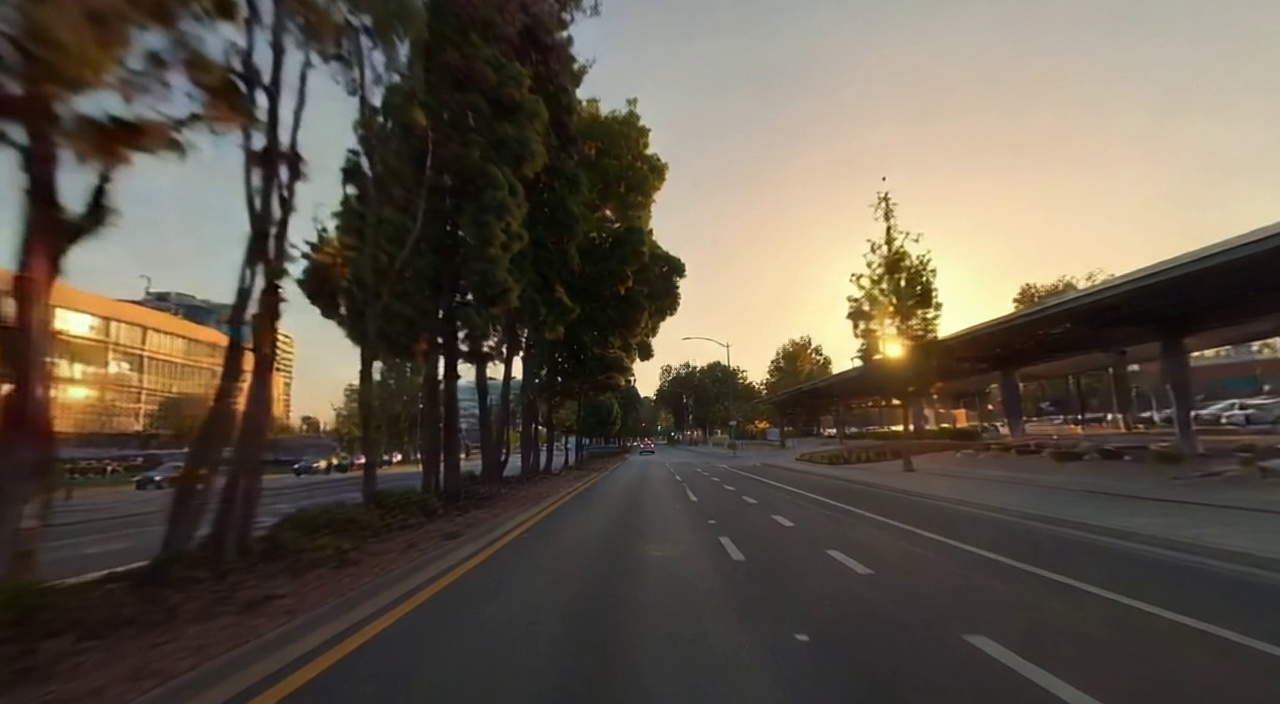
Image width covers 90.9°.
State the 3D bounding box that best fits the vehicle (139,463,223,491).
[{"bbox_3d":[-29.929,8.152,41.307,1.894,1.552,4.677,0,-8,2],"label":"vehicle"}]
